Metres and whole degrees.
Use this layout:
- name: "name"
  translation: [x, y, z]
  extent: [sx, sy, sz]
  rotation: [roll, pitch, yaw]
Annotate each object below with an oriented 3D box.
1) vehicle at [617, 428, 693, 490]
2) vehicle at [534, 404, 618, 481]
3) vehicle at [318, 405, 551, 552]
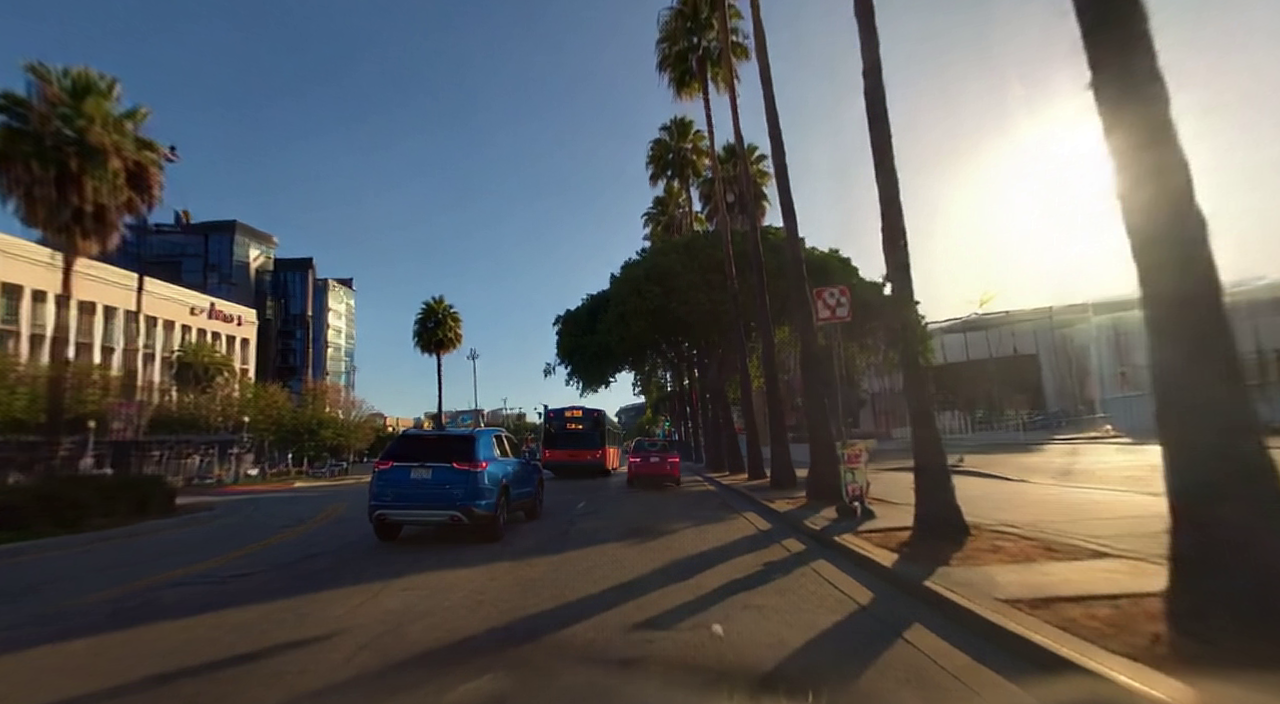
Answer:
- name: "vehicle"
  translation: [0.424, 3.273, 19.576]
  extent: [2.120, 1.727, 3.917]
  rotation: [0, -8, 0]
- name: "vehicle"
  translation: [-2.685, 4.206, 29.261]
  extent: [2.775, 3.064, 8.297]
  rotation: [0, -8, 2]
- name: "vehicle"
  translation: [-2.885, 1.909, 10.181]
  extent: [2.124, 1.799, 4.587]
  rotation: [0, -8, 1]
